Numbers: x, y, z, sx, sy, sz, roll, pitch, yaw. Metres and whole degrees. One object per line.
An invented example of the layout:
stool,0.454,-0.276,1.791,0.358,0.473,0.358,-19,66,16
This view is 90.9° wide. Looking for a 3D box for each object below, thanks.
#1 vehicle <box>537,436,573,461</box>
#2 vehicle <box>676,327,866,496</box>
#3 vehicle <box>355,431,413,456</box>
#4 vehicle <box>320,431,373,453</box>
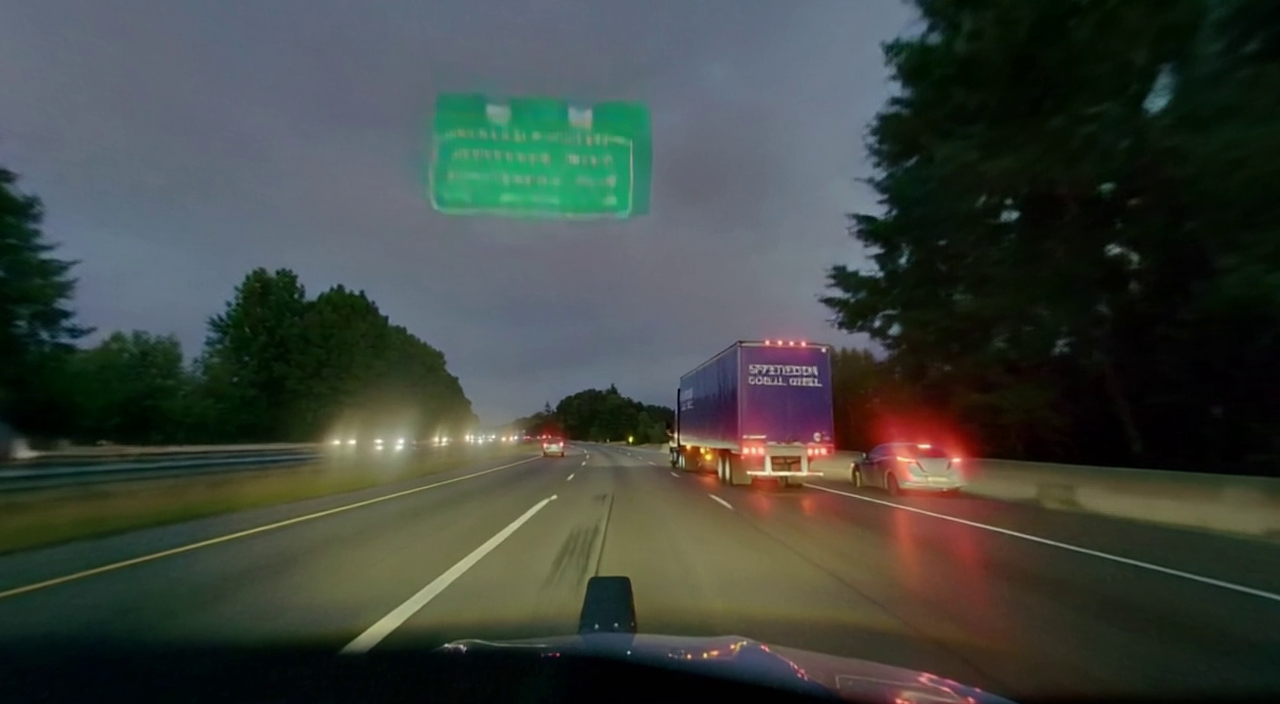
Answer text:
vehicle,-5.686,6.489,42.556,2.030,1.547,3.862,1,-8,-3
vehicle,3.538,2.366,22.307,2.910,4.051,14.278,1,-8,-3
vehicle,-16.116,5.780,39.996,1.917,1.485,4.686,1,-8,-3
vehicle,-20.633,6.362,44.455,2.009,1.489,3.977,1,-8,-3
